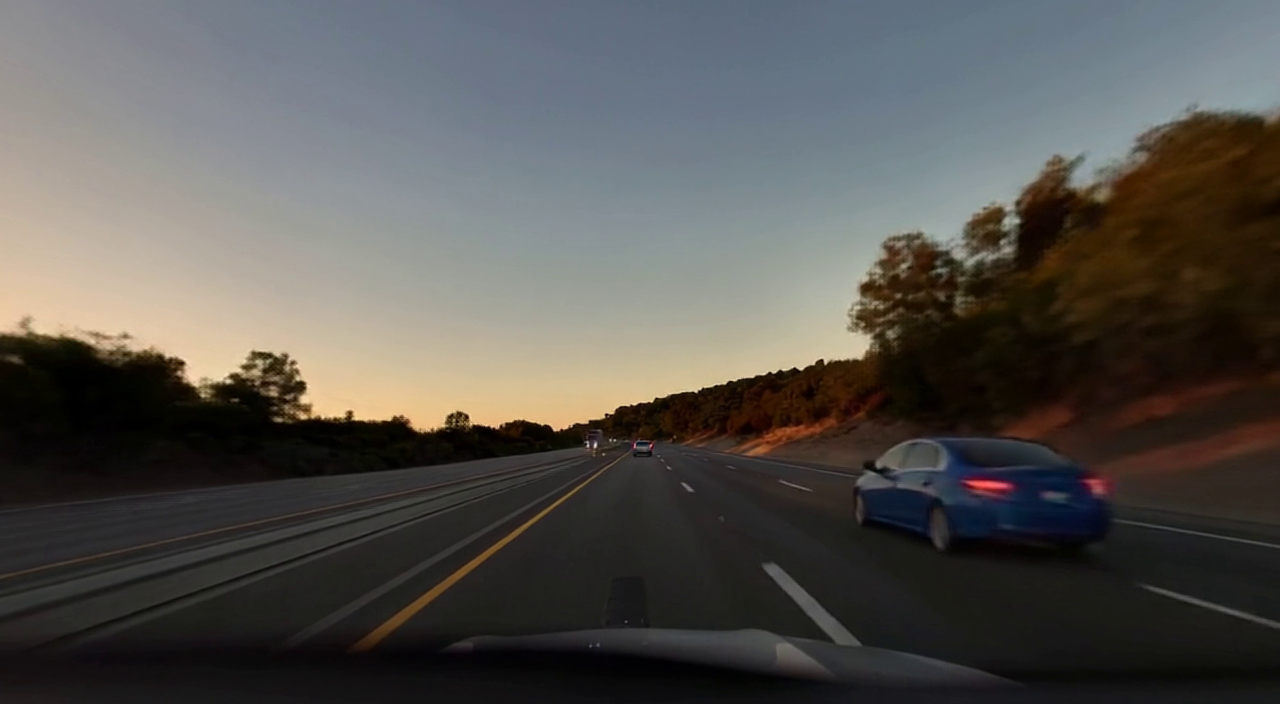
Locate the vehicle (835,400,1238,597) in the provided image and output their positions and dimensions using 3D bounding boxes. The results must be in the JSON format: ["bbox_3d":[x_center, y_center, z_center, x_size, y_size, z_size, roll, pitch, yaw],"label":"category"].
[{"bbox_3d":[3.895,1.497,7.261,2.037,1.609,4.036,0,-8,1],"label":"vehicle"}]

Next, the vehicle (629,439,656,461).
[{"bbox_3d":[0.196,7.404,47.789,2.009,1.554,4.013,0,-8,1],"label":"vehicle"}]
